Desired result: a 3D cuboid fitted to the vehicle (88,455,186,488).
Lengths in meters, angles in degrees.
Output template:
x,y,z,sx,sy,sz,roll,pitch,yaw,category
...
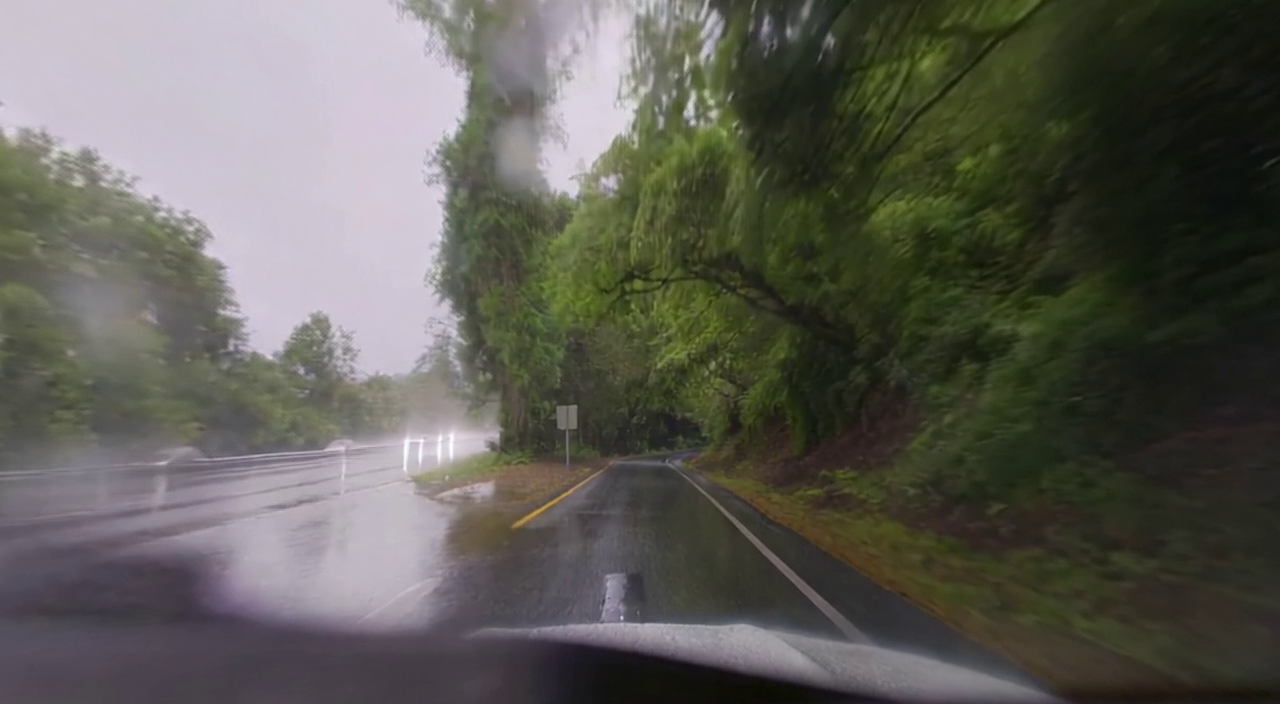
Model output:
x,y,z,sx,sy,sz,roll,pitch,yaw,category
-25.177,5.951,31.803,1.985,1.505,3.701,1,-9,-5,vehicle
